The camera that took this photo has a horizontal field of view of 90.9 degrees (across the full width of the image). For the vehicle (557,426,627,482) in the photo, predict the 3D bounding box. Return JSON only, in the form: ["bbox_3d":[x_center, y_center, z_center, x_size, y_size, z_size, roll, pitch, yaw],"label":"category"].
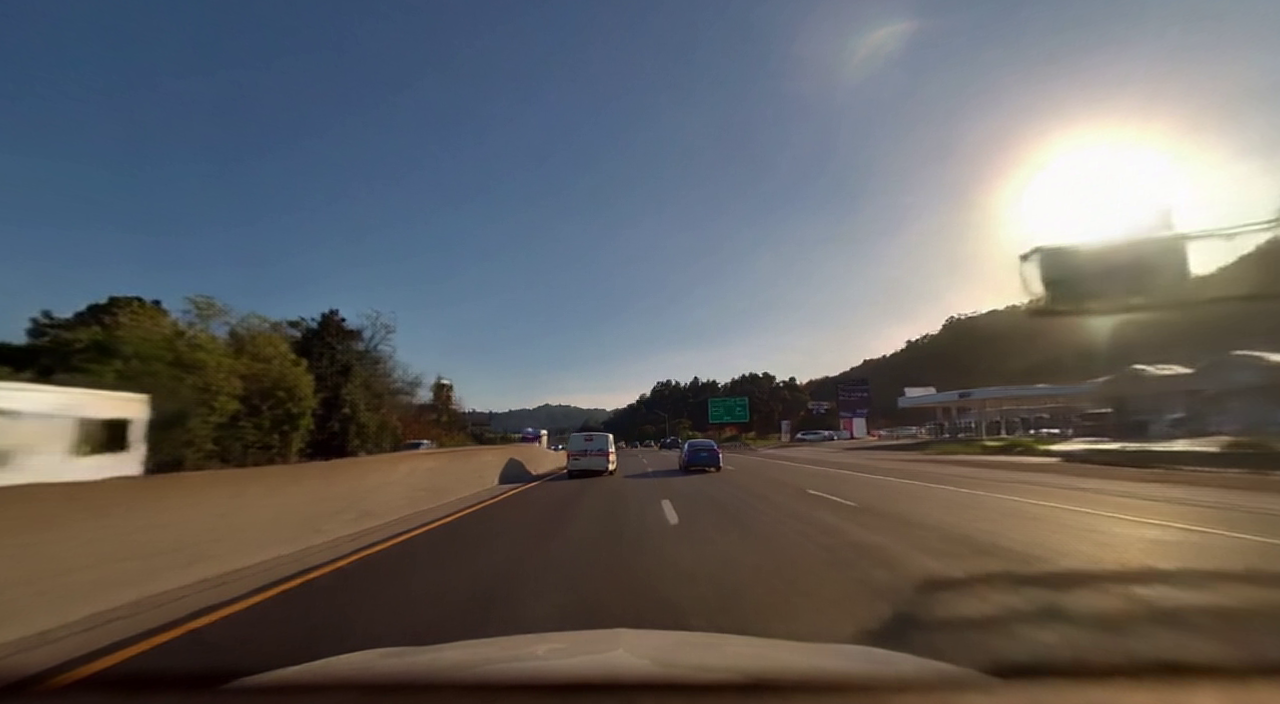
[{"bbox_3d":[-1.547,3.510,21.986,2.061,1.732,4.457,0,-8,0],"label":"vehicle"}]

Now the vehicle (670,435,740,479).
[{"bbox_3d":[2.413,4.025,24.591,2.151,1.550,4.694,0,-8,-1],"label":"vehicle"}]
